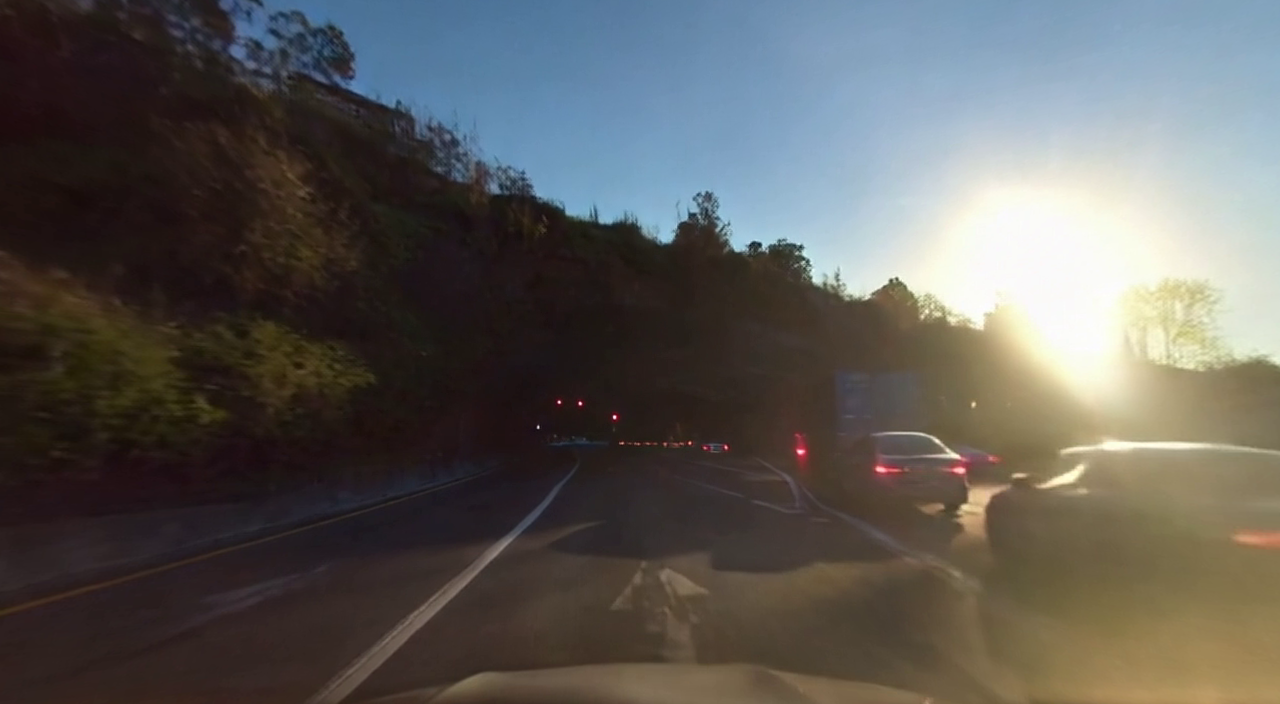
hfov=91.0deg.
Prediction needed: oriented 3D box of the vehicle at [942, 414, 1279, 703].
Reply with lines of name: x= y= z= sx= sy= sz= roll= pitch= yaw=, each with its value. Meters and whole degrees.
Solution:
vehicle: x=3.903 y=1.255 z=4.451 sx=1.947 sy=1.475 sz=3.962 roll=-1 pitch=-8 yaw=7

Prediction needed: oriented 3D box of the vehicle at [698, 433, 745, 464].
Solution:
vehicle: x=4.741 y=5.679 z=37.190 sx=1.917 sy=1.748 sz=4.003 roll=0 pitch=-8 yaw=-5

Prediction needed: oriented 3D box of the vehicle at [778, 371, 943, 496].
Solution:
vehicle: x=6.181 y=2.530 z=19.247 sx=2.625 sy=2.975 sz=8.237 roll=-1 pitch=-8 yaw=4

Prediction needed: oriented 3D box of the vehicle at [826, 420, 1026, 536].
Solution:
vehicle: x=4.794 y=2.144 z=11.358 sx=1.926 sy=1.650 sz=4.315 roll=-1 pitch=-8 yaw=6
